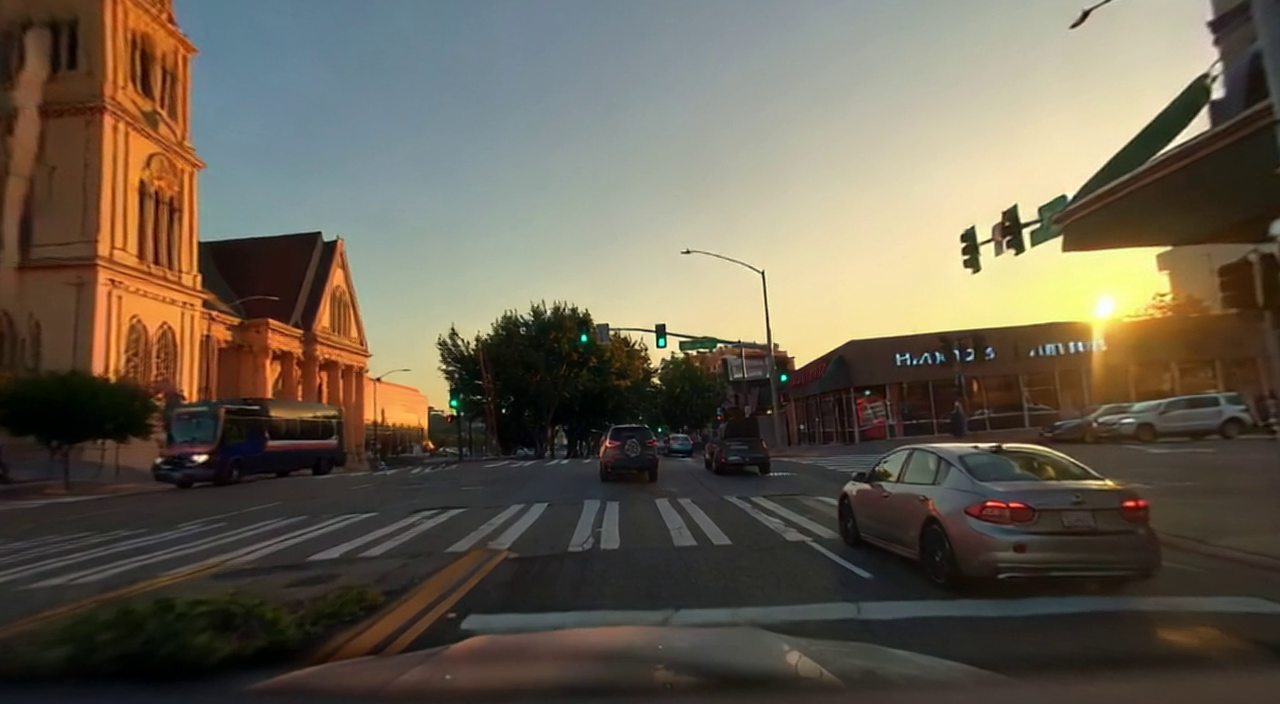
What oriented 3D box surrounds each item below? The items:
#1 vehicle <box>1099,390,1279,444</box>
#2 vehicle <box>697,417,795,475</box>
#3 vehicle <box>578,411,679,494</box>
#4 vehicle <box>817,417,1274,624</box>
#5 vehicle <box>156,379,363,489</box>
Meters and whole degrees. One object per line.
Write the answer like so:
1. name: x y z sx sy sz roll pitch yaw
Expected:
1. vehicle: 17.309 2.074 19.794 4.255 1.590 1.999 0 -8 -1
2. vehicle: 2.933 2.745 18.489 1.890 1.491 4.166 0 -8 -4
3. vehicle: -0.389 2.470 15.763 2.168 1.776 4.135 0 -8 -4
4. vehicle: 3.577 1.543 6.857 1.883 1.472 4.471 0 -8 -2
5. vehicle: -15.011 3.442 26.160 3.126 3.773 8.662 0 -8 0
